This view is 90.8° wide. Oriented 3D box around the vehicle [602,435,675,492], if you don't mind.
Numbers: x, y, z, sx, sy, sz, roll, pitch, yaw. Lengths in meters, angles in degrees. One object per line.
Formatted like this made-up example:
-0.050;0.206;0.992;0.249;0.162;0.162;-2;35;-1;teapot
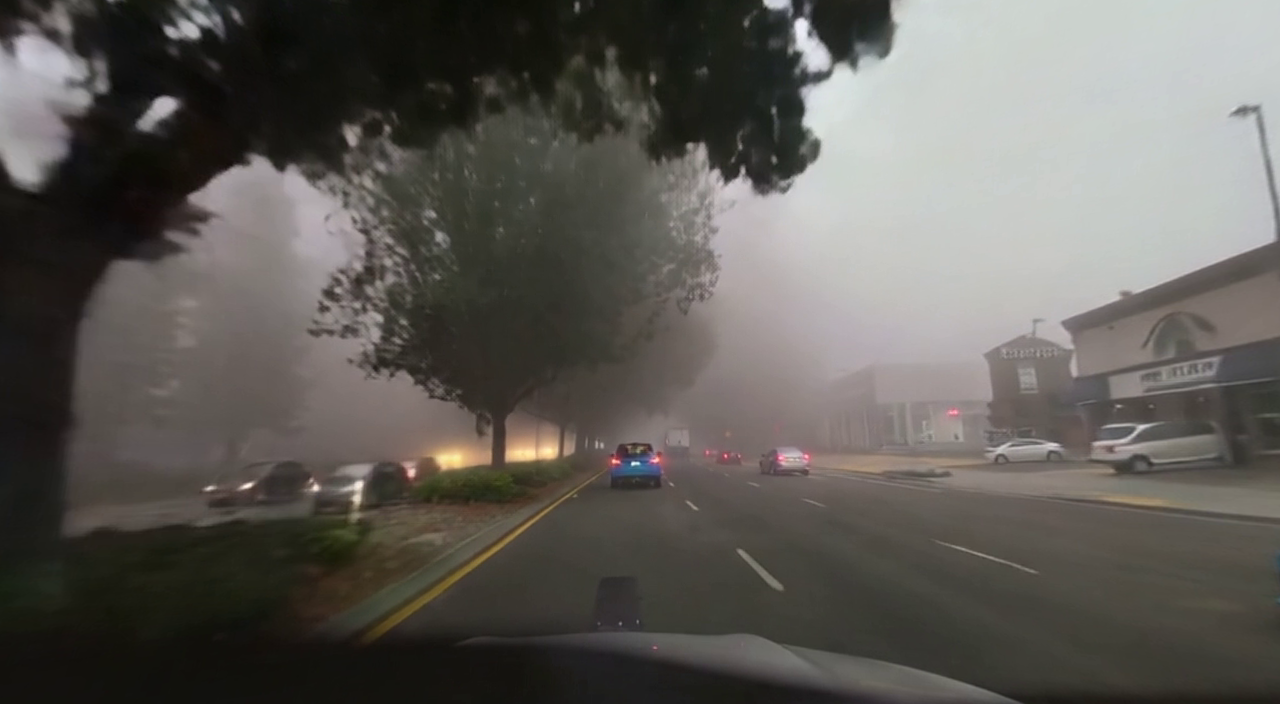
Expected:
-0.083;3.809;21.934;2.266;1.762;4.131;0;-9;-1;vehicle

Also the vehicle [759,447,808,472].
9.127;6.870;40.557;2.045;1.484;4.342;0;-9;-2;vehicle

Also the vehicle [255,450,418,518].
-7.750;3.368;16.777;1.948;1.508;4.749;0;-9;0;vehicle

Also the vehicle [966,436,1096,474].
19.485;5.133;31.634;4.932;1.514;2.327;-3;-8;-5;vehicle

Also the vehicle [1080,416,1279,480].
19.711;3.461;22.808;5.677;2.171;2.393;0;-9;4;vehicle
